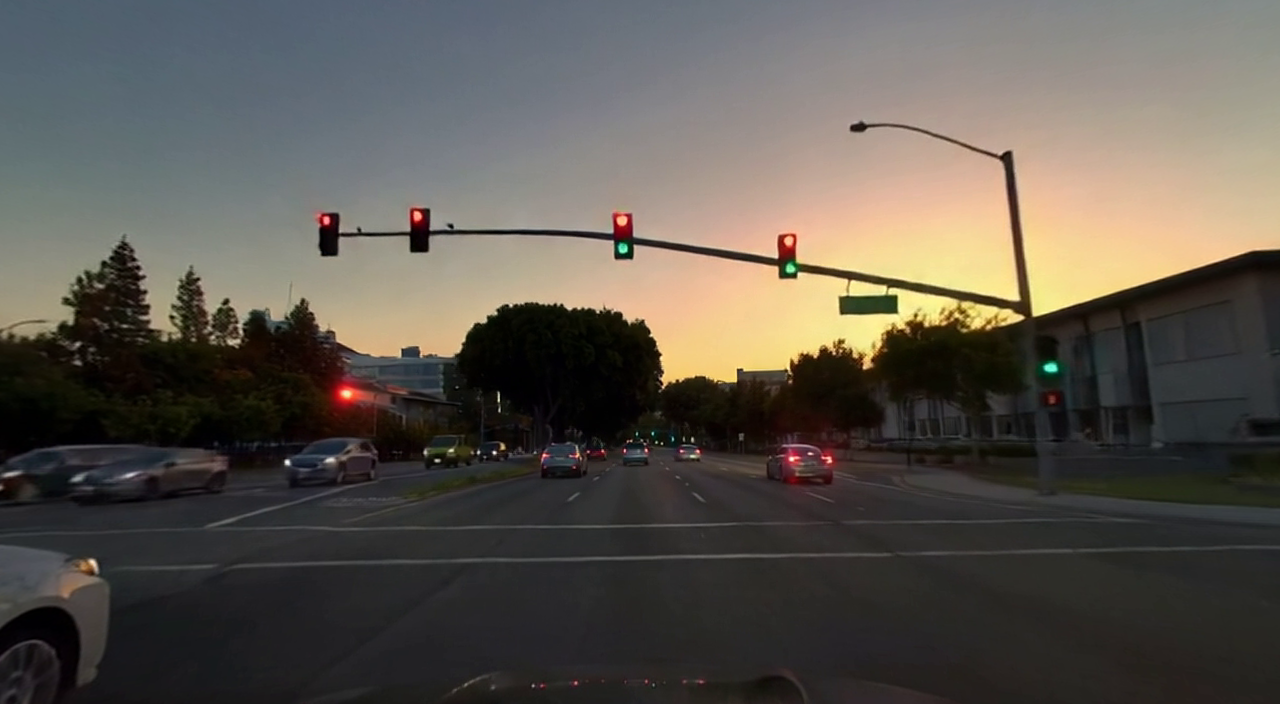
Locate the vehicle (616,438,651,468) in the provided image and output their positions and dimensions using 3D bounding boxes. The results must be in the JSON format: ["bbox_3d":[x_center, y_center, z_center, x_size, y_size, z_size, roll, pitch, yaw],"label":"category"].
[{"bbox_3d":[-0.358,6.109,38.431,2.008,1.716,4.125,0,-8,0],"label":"vehicle"}]

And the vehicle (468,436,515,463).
[{"bbox_3d":[-9.414,6.217,40.353,2.026,1.639,4.496,0,-8,-1],"label":"vehicle"}]

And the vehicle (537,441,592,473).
[{"bbox_3d":[-3.719,5.266,31.921,2.163,1.474,4.413,0,-8,0],"label":"vehicle"}]

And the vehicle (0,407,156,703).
[{"bbox_3d":[-3.696,0.772,1.269,2.018,1.476,4.364,0,-8,-1],"label":"vehicle"}]

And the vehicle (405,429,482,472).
[{"bbox_3d":[-9.236,4.642,30.090,2.185,1.752,4.599,-4,-8,0],"label":"vehicle"}]

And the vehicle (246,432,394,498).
[{"bbox_3d":[-8.983,3.138,18.202,1.929,1.492,4.430,-5,-7,1],"label":"vehicle"}]

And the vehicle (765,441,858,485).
[{"bbox_3d":[6.212,4.052,23.497,2.028,1.451,4.625,0,-8,-2],"label":"vehicle"}]

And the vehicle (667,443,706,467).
[{"bbox_3d":[2.905,6.483,40.144,2.014,1.430,4.103,0,-8,-2],"label":"vehicle"}]
